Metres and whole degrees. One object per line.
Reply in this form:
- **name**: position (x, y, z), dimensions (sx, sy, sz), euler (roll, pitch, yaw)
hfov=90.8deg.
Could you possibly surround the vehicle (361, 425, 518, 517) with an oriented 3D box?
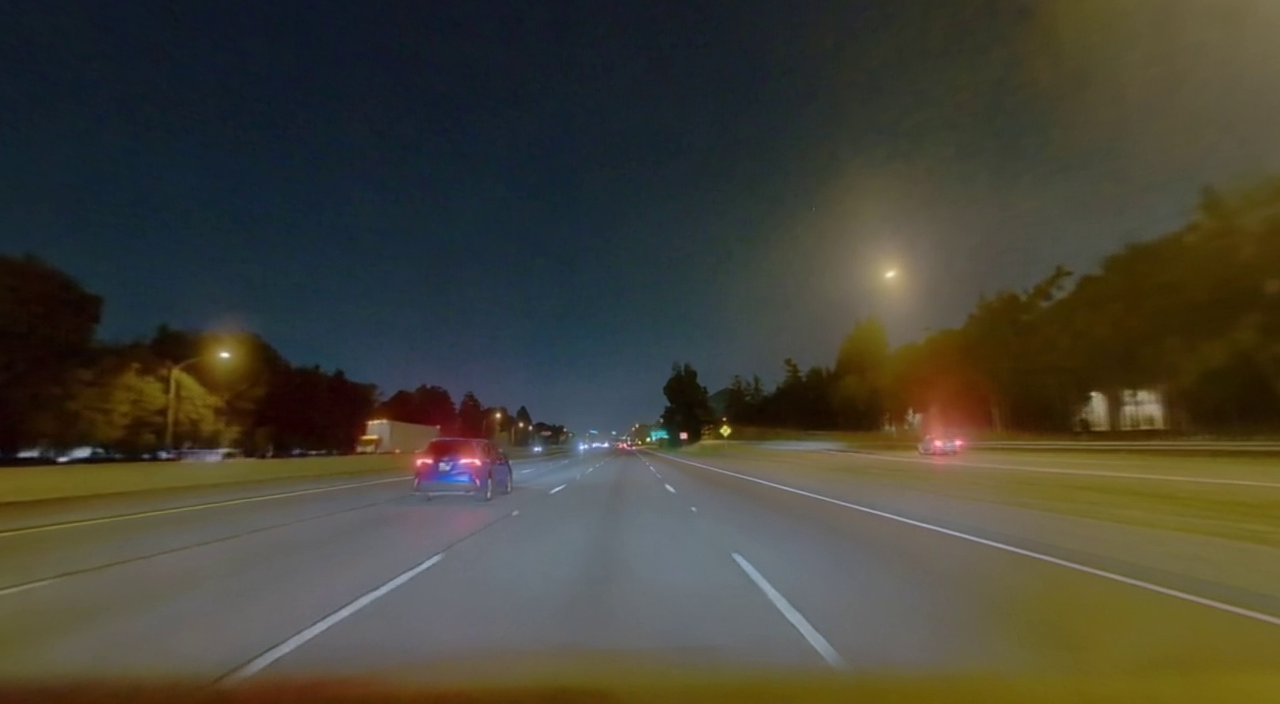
- **vehicle**: position (-4.281, 2.626, 14.447), dimensions (2.102, 1.727, 4.704), euler (0, -9, -1)

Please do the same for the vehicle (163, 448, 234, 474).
- **vehicle**: position (-25.237, 6.219, 36.233), dimensions (1.495, 1.364, 3.350), euler (-1, -9, 4)
